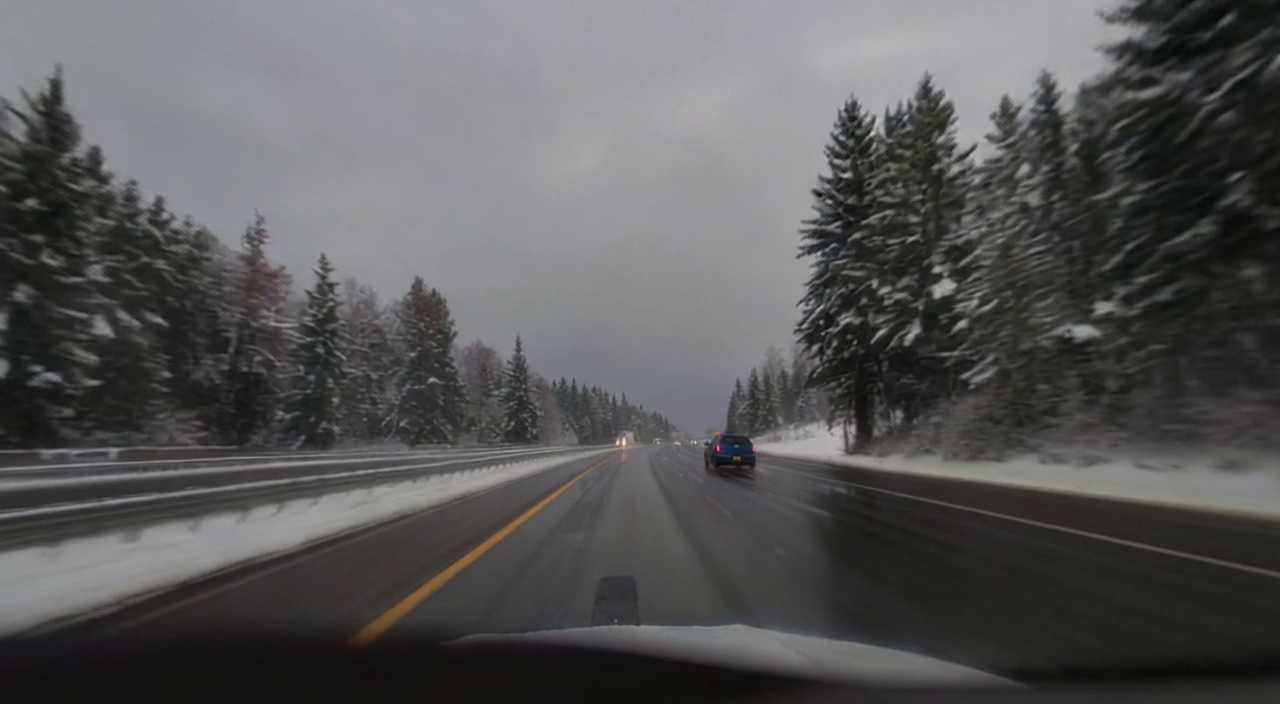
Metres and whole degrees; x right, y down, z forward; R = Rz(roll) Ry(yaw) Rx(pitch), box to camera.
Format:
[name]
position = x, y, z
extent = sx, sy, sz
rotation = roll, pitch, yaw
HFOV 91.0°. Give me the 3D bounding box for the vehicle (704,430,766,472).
[vehicle]
position = 4.076, 4.300, 27.634
extent = 2.022, 1.663, 4.245
rotation = 0, -8, 0
